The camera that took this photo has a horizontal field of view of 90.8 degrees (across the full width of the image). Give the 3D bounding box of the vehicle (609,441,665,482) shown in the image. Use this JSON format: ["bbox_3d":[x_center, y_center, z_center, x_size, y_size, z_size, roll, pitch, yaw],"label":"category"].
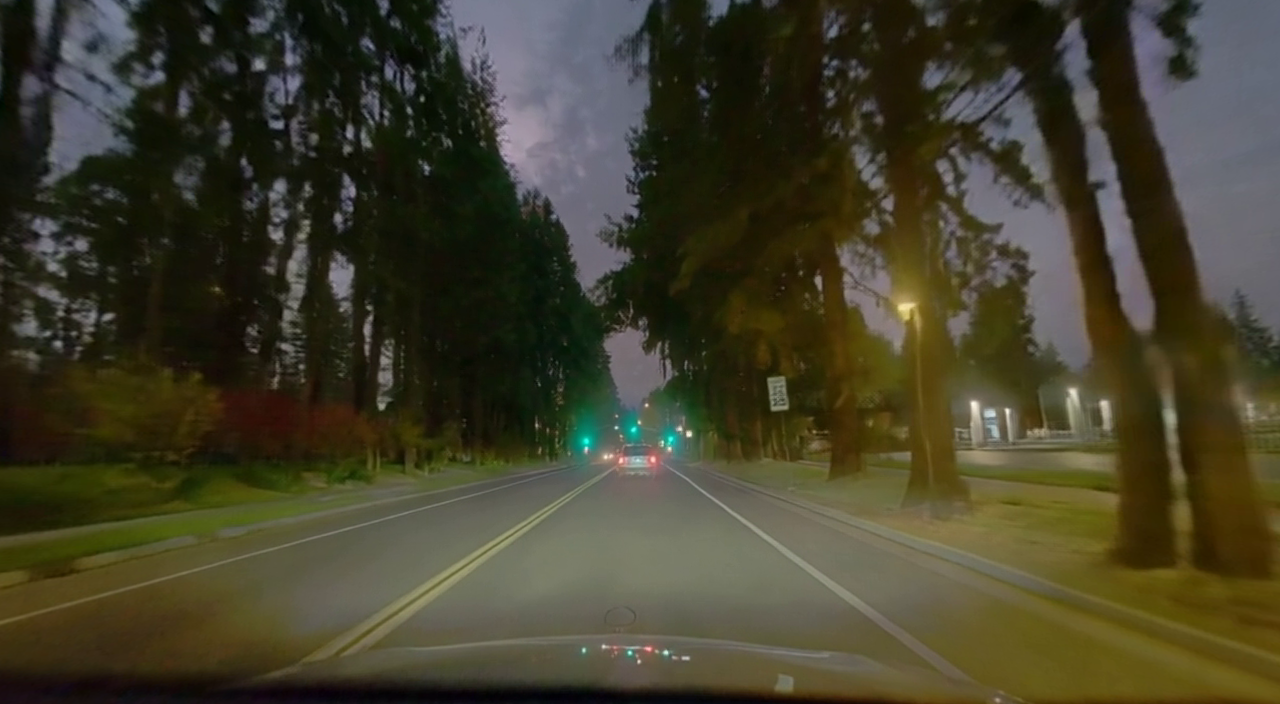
[{"bbox_3d":[-0.092,4.578,26.725,2.152,1.574,4.223,-1,-8,1],"label":"vehicle"}]
